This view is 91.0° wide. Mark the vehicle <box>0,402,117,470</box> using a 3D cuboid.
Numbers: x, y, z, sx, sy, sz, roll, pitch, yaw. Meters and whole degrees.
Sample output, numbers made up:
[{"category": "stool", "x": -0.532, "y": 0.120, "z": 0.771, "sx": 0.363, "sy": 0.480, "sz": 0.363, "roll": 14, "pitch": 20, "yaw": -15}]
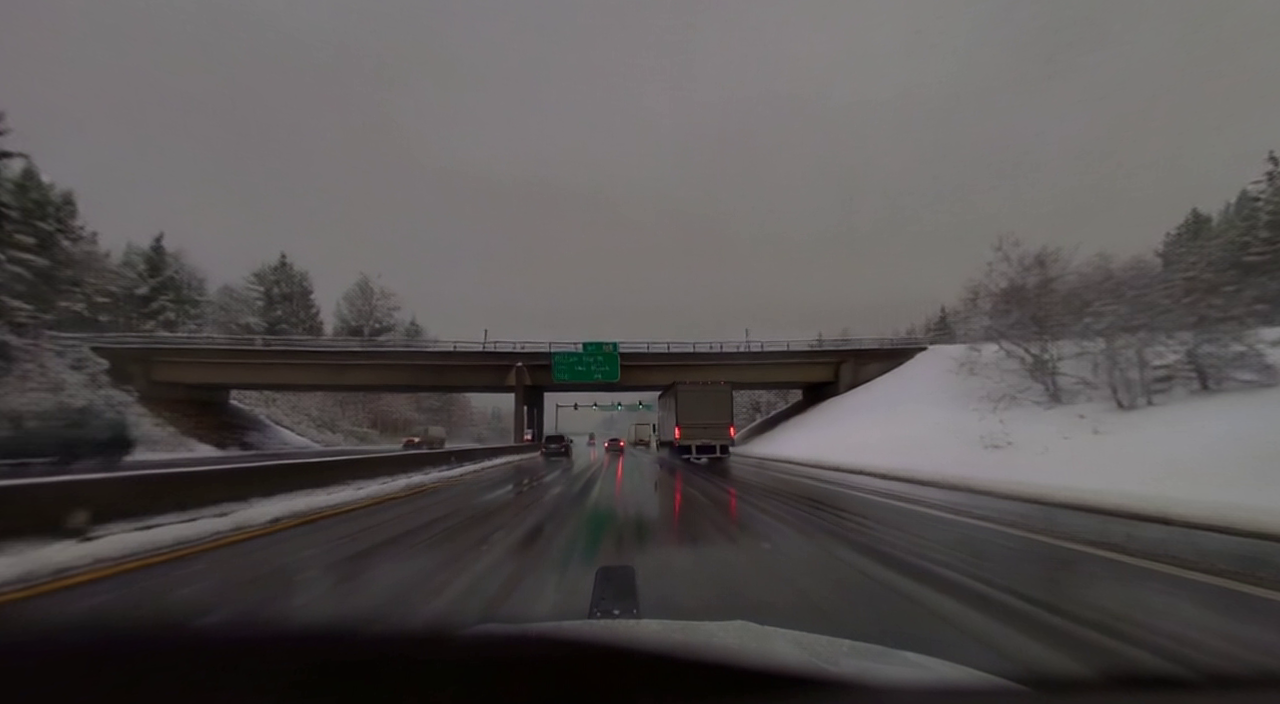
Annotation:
[{"category": "vehicle", "x": -16.266, "y": 2.144, "z": 15.942, "sx": 1.994, "sy": 1.613, "sz": 4.783, "roll": 0, "pitch": -8, "yaw": -1}]

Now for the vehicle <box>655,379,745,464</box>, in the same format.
[{"category": "vehicle", "x": 3.013, "y": 4.301, "z": 37.028, "sx": 3.301, "sy": 4.034, "sz": 13.722, "roll": 0, "pitch": -8, "yaw": -3}]

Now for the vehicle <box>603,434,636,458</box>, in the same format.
[{"category": "vehicle", "x": -1.418, "y": 6.417, "z": 42.893, "sx": 2.125, "sy": 1.542, "sz": 3.816, "roll": 0, "pitch": -8, "yaw": -4}]

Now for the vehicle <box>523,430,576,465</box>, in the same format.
[{"category": "vehicle", "x": -4.820, "y": 5.182, "z": 34.307, "sx": 2.377, "sy": 1.747, "sz": 4.703, "roll": 0, "pitch": -8, "yaw": -2}]
